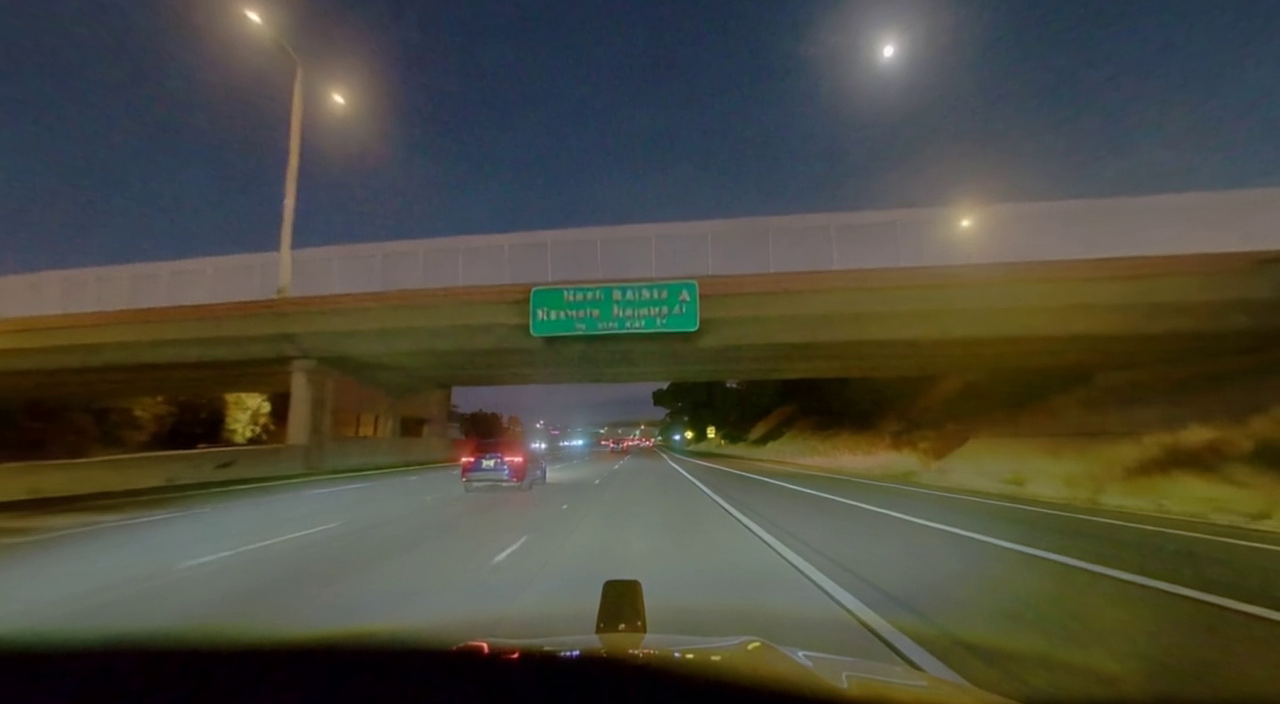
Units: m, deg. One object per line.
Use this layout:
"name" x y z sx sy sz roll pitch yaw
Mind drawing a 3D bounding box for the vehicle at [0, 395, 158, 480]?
"vehicle" -33.010 4.593 33.492 2.899 4.114 14.251 0 -8 2

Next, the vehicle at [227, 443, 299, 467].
"vehicle" -25.598 6.974 42.805 2.010 1.550 4.483 0 -8 1

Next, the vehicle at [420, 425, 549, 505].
"vehicle" -3.679 2.774 15.795 2.048 1.705 4.384 0 -8 1
